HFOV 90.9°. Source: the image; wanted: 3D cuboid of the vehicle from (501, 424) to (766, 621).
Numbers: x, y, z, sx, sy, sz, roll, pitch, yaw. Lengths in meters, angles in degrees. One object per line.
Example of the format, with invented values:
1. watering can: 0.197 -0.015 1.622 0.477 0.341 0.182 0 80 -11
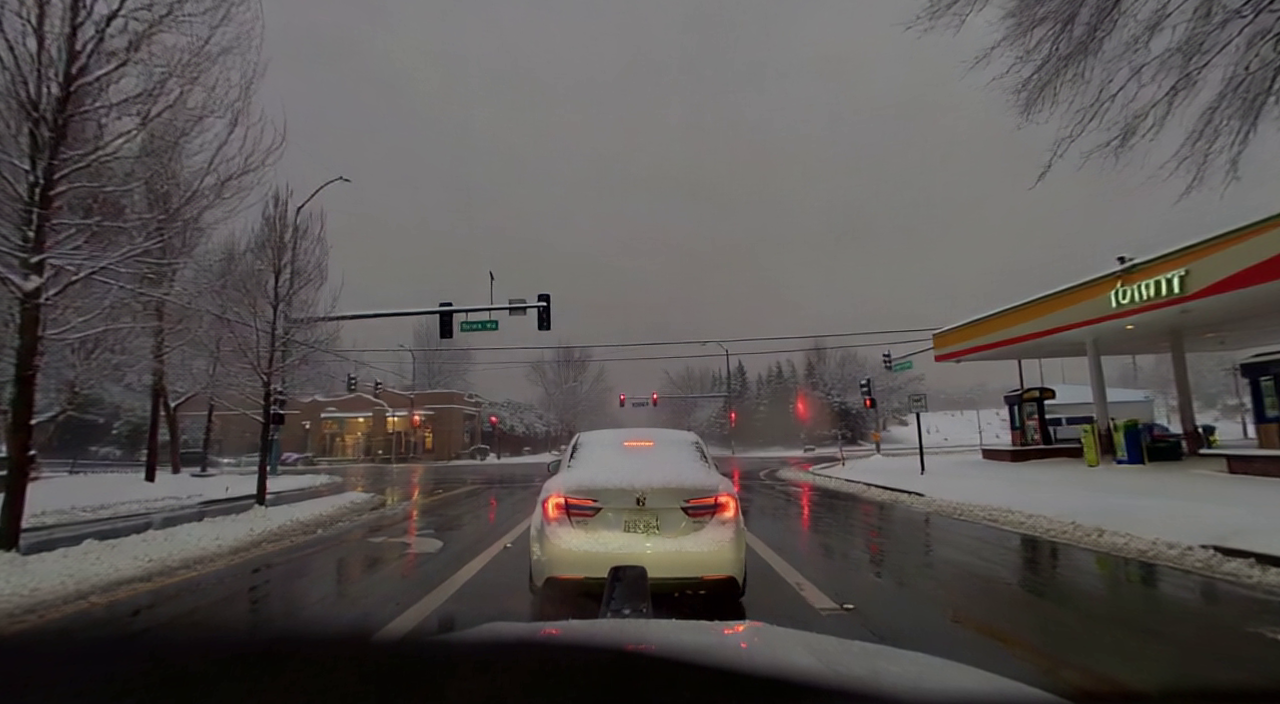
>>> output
1. vehicle: -0.052 1.601 6.894 2.010 1.482 4.057 0 -8 0

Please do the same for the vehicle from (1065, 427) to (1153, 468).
1. vehicle: 18.554 3.754 24.863 4.091 1.495 2.053 8 -12 -44

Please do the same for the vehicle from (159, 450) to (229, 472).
1. vehicle: -33.559 8.185 47.451 3.975 1.563 1.755 -1 -8 5
